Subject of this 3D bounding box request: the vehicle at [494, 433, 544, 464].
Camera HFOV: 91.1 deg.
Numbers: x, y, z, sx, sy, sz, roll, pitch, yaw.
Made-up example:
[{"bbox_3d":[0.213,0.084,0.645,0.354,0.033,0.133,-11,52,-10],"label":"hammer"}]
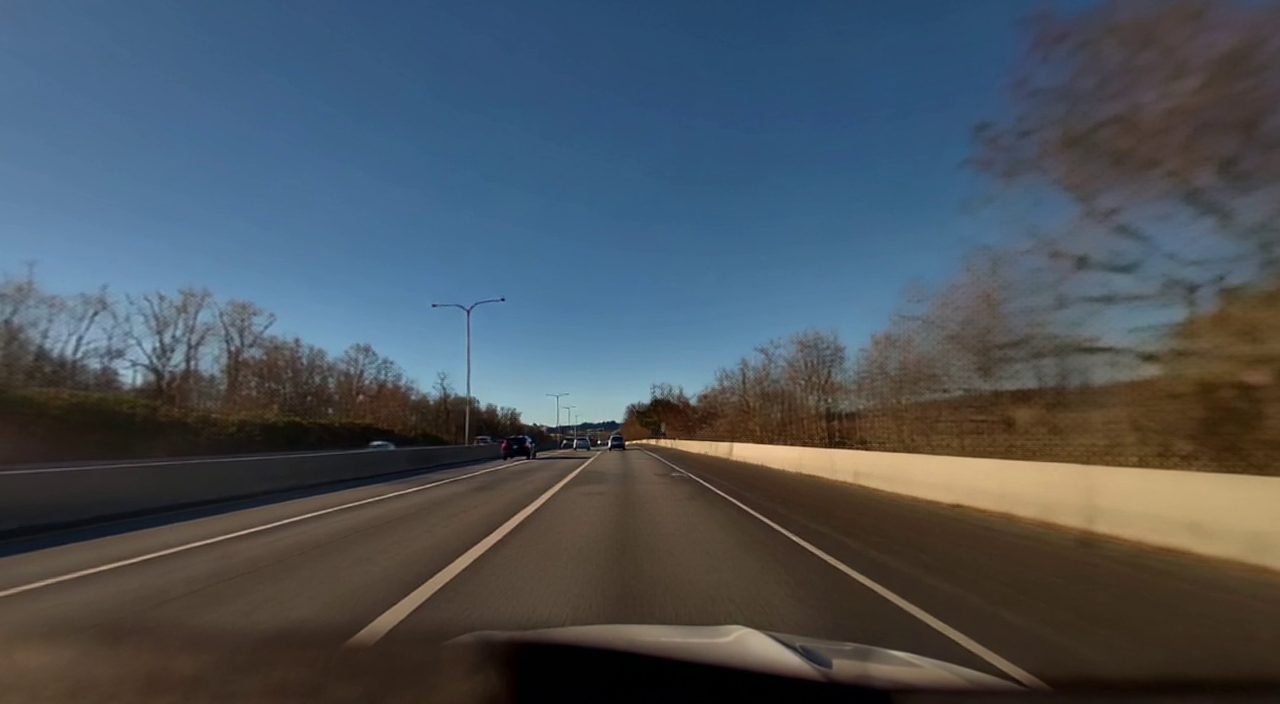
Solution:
[{"bbox_3d":[-6.372,5.114,33.607,1.988,1.505,4.044,0,-8,-1],"label":"vehicle"}]
